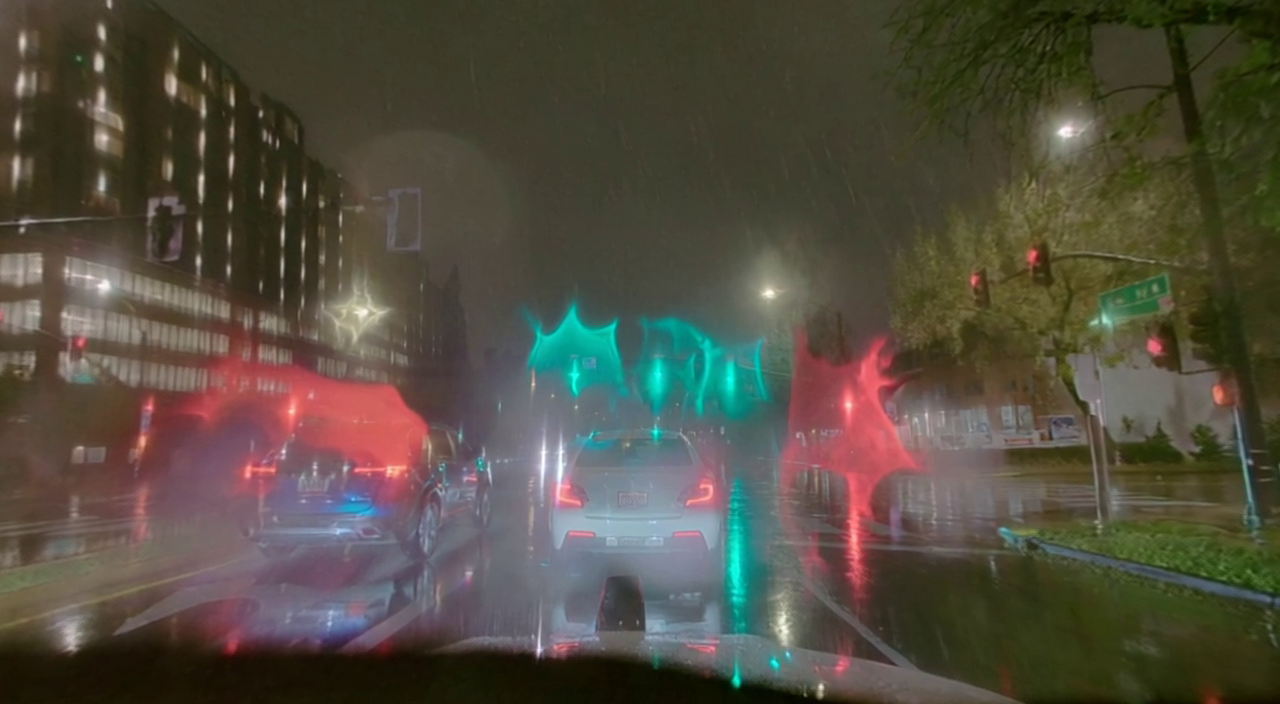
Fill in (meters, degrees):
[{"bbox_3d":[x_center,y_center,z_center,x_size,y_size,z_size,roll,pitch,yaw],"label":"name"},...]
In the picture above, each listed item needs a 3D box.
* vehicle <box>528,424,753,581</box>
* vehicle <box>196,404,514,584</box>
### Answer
[{"bbox_3d":[0.016,1.756,8.154,2.190,1.522,3.850,0,-8,0],"label":"vehicle"},{"bbox_3d":[-3.186,1.688,8.344,2.081,1.719,4.434,0,-8,1],"label":"vehicle"}]
